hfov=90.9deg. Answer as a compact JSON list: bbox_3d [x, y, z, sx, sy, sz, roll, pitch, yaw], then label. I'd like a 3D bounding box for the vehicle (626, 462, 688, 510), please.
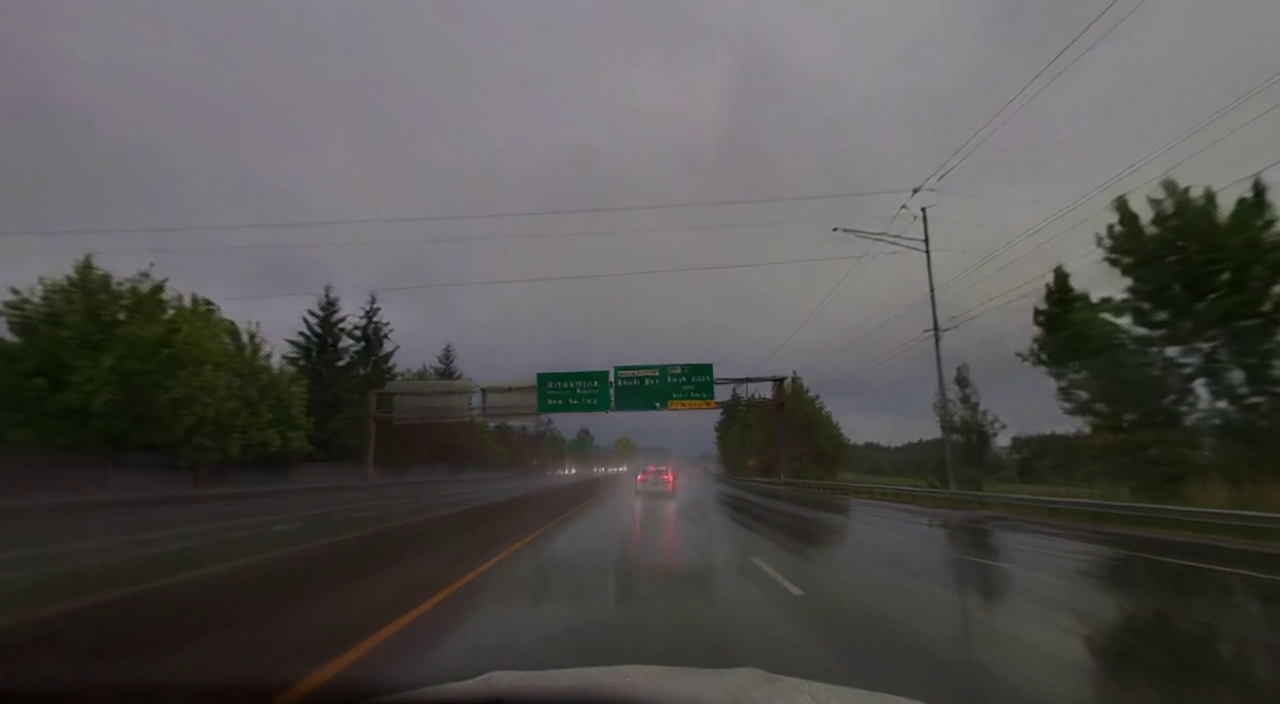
[{"bbox_3d":[0.552,4.647,22.078,1.987,1.480,3.786,1,-11,0],"label":"vehicle"}]
